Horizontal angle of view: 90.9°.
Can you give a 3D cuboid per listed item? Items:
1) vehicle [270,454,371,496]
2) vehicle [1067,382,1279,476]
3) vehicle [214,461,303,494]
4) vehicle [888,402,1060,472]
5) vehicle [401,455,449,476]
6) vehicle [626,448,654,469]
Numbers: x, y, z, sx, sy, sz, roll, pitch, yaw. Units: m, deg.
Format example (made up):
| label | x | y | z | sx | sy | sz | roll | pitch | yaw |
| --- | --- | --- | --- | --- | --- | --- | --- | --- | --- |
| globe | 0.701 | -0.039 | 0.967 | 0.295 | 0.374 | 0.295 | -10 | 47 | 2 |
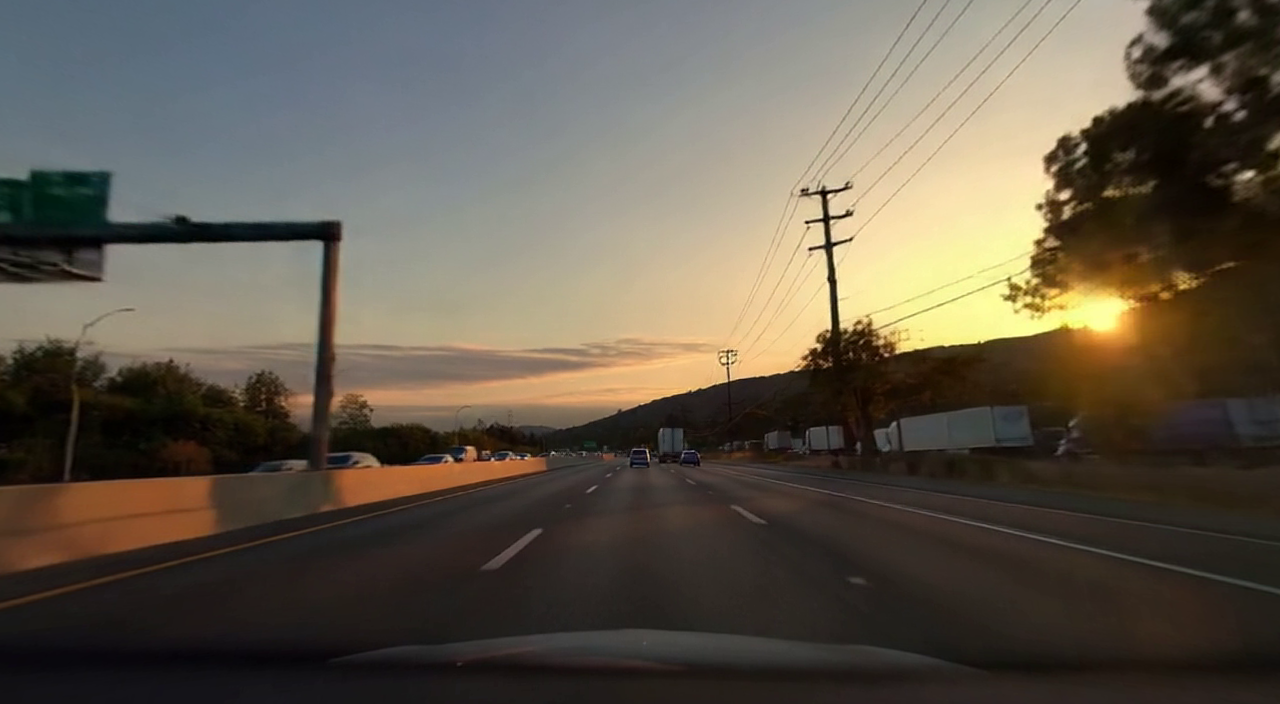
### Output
| label | x | y | z | sx | sy | sz | roll | pitch | yaw |
| --- | --- | --- | --- | --- | --- | --- | --- | --- | --- |
| vehicle | -11.800 | 4.546 | 23.557 | 1.741 | 1.402 | 3.772 | 0 | -9 | 1 |
| vehicle | 31.660 | 4.744 | 37.125 | 3.055 | 4.465 | 14.288 | 0 | -9 | 1 |
| vehicle | -19.379 | 6.357 | 32.279 | 1.806 | 1.470 | 4.392 | 0 | -9 | 0 |
| vehicle | 23.806 | 6.534 | 47.202 | 2.915 | 4.218 | 17.329 | 0 | -9 | -2 |
| vehicle | -15.798 | 8.345 | 46.598 | 1.876 | 1.435 | 4.433 | -1 | -9 | 2 |
| vehicle | -0.016 | 8.221 | 48.768 | 2.111 | 1.599 | 3.859 | 0 | -9 | 0 |
